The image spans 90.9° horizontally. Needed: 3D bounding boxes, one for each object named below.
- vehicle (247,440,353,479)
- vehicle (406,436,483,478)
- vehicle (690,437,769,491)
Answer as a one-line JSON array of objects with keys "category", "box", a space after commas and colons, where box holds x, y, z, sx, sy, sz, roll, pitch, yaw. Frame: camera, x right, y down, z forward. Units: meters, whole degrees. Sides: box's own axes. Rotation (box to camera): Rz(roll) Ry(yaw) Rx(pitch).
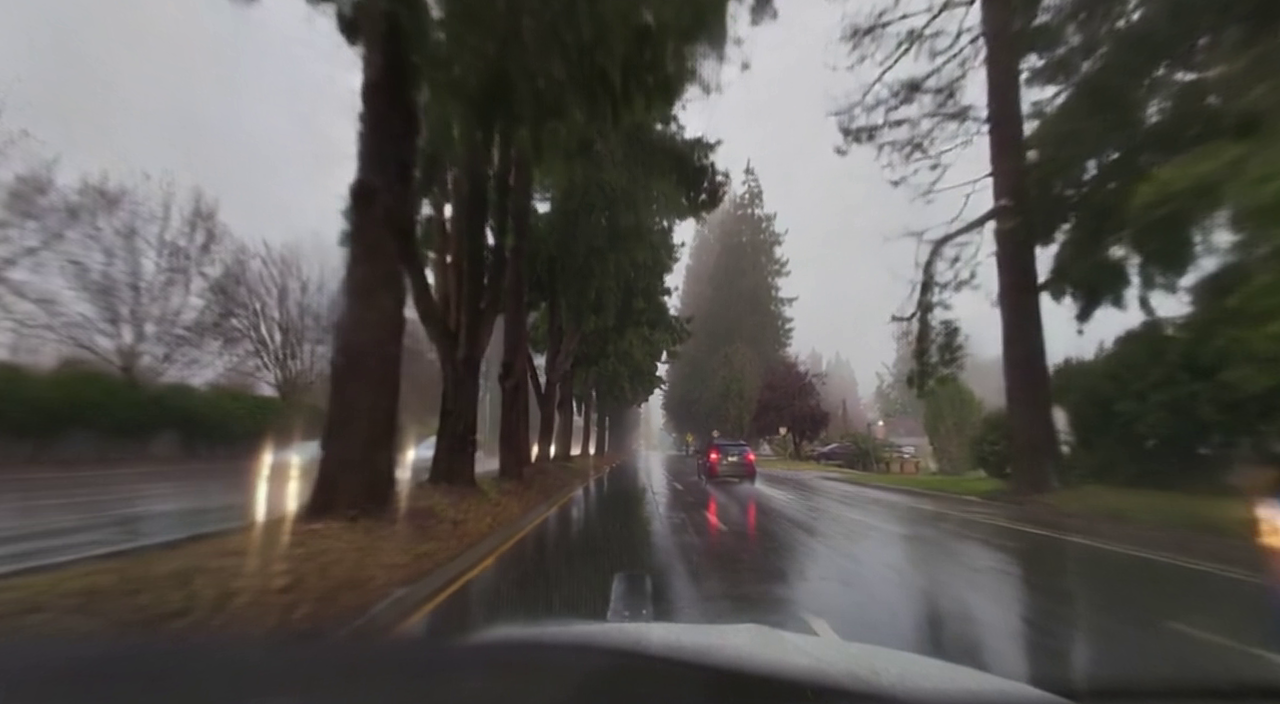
[{"category": "vehicle", "box": [-14.408, 4.558, 27.022, 2.094, 1.504, 4.283, 0, -8, 1]}, {"category": "vehicle", "box": [-8.569, 4.629, 28.046, 2.070, 1.703, 4.301, 0, -8, 0]}, {"category": "vehicle", "box": [3.037, 3.912, 22.453, 2.108, 1.712, 4.616, 0, -8, -1]}]
